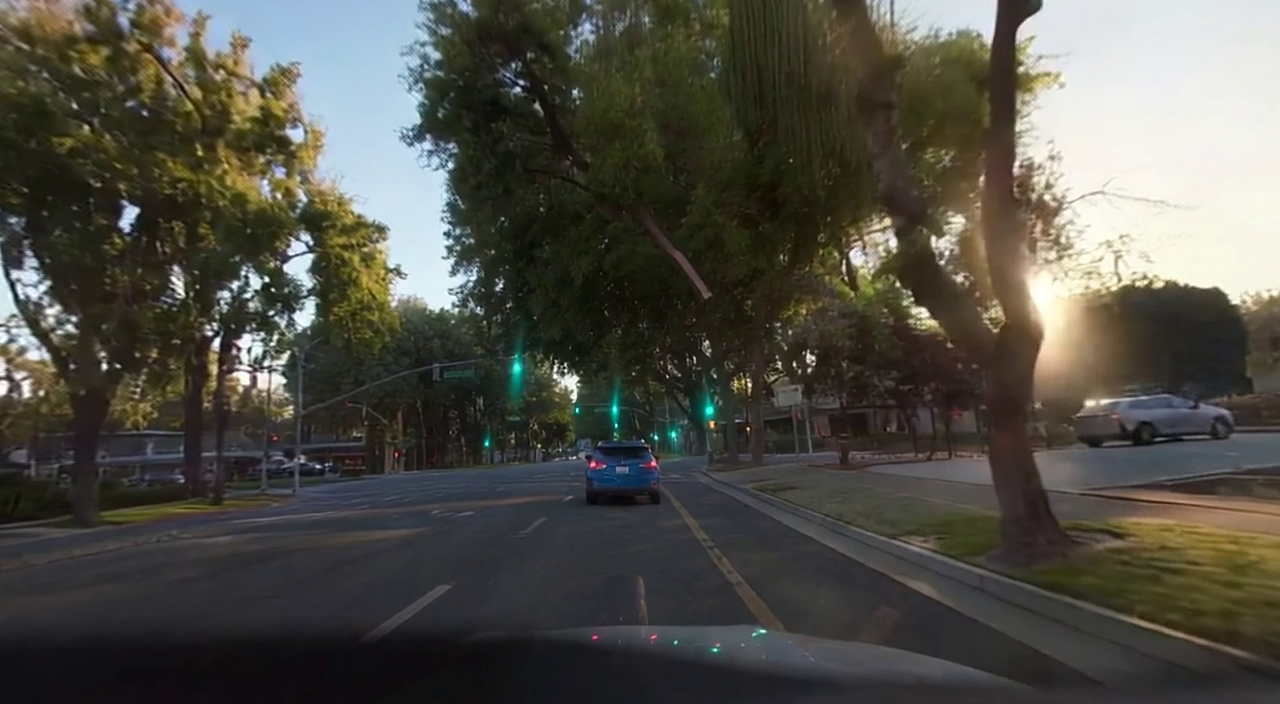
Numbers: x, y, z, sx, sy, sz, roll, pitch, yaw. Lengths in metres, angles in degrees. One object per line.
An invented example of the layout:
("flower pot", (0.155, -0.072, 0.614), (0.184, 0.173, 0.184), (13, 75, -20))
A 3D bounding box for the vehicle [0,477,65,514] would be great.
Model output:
("vehicle", (-28.585, 6.530, 28.599), (1.771, 1.435, 4.144), (-6, -9, -10))

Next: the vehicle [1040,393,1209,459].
("vehicle", (16.355, 2.611, 21.785), (2.039, 1.990, 5.111), (-1, -8, 5))

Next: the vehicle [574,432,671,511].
("vehicle", (-0.396, 2.941, 15.957), (2.136, 1.703, 3.910), (0, -9, 0))
